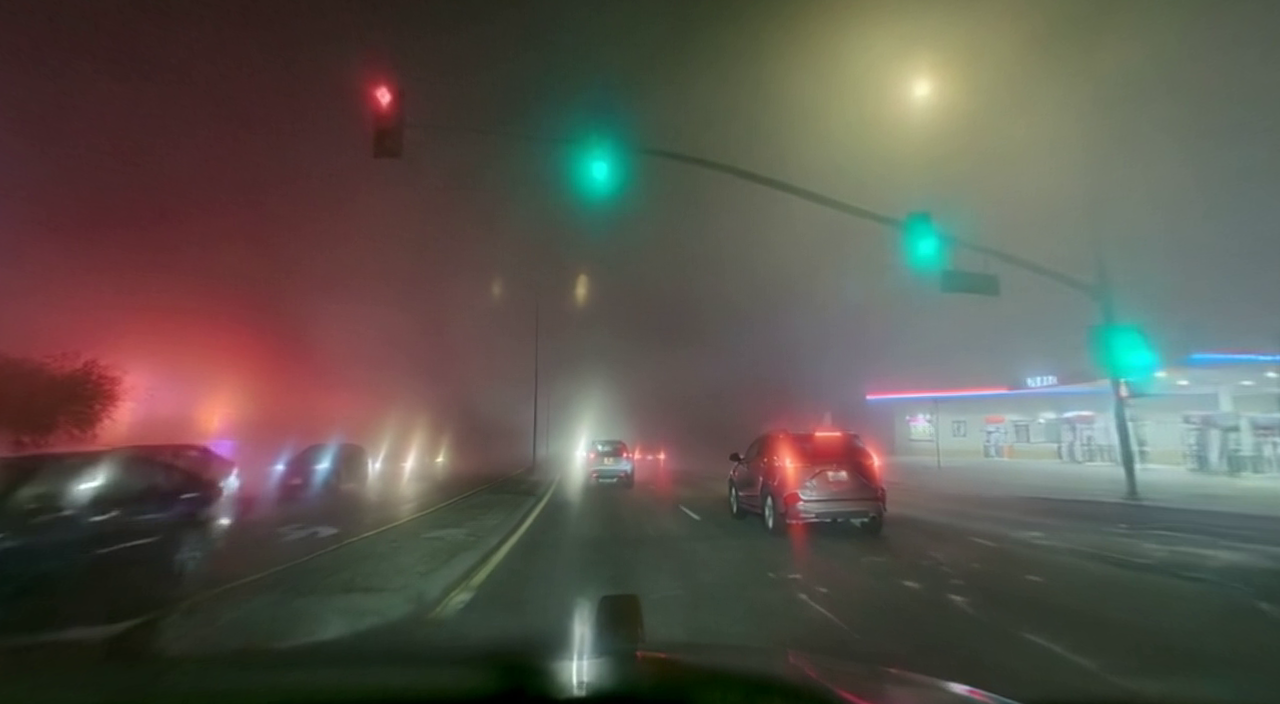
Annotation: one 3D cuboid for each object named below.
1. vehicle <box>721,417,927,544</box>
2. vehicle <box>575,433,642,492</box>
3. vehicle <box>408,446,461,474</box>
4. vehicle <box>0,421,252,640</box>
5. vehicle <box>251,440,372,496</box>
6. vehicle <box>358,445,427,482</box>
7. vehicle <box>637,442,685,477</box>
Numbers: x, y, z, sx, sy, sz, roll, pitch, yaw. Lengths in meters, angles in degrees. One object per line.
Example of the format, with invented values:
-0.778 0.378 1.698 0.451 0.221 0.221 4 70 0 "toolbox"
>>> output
2.834 2.091 10.901 2.000 1.745 4.206 1 -8 -5 "vehicle"
-1.182 3.729 21.630 2.051 1.798 4.168 1 -8 -6 "vehicle"
-11.437 6.006 35.315 1.872 1.439 4.507 1 -8 -5 "vehicle"
-5.521 1.385 5.337 1.987 1.505 4.337 1 -8 -5 "vehicle"
-10.277 3.616 20.077 1.943 1.575 3.927 0 -8 -4 "vehicle"
-10.322 4.633 26.490 1.665 1.442 3.720 1 -8 -5 "vehicle"
0.982 5.310 31.414 1.800 1.592 3.658 1 -8 -8 "vehicle"
